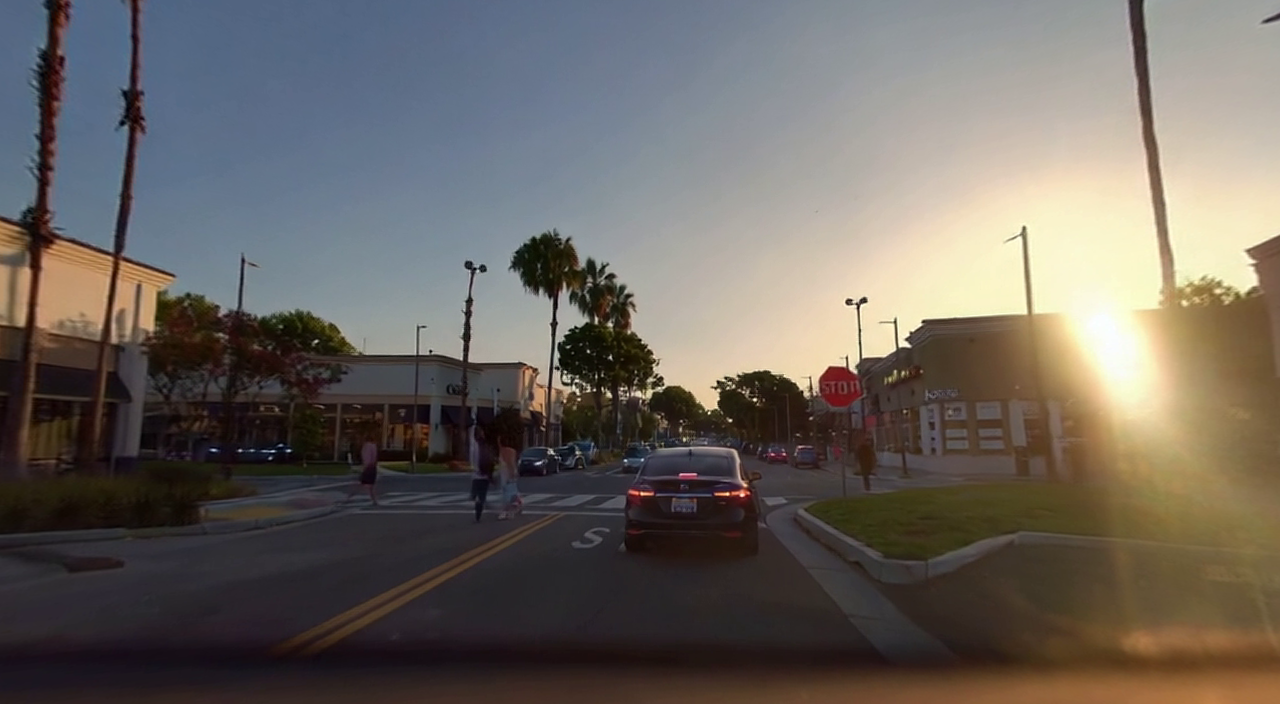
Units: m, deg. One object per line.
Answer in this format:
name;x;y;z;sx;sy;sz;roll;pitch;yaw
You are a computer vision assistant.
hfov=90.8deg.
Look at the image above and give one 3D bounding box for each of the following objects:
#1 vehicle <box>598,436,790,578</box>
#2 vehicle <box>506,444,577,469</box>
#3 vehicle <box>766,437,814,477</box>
vehicle;0.749;1.943;8.769;2.031;1.479;3.969;-1;-9;5
vehicle;-6.894;7.303;44.290;4.529;1.682;1.895;6;-11;-36
vehicle;9.395;6.541;39.608;2.467;2.369;1.577;6;-10;-34
